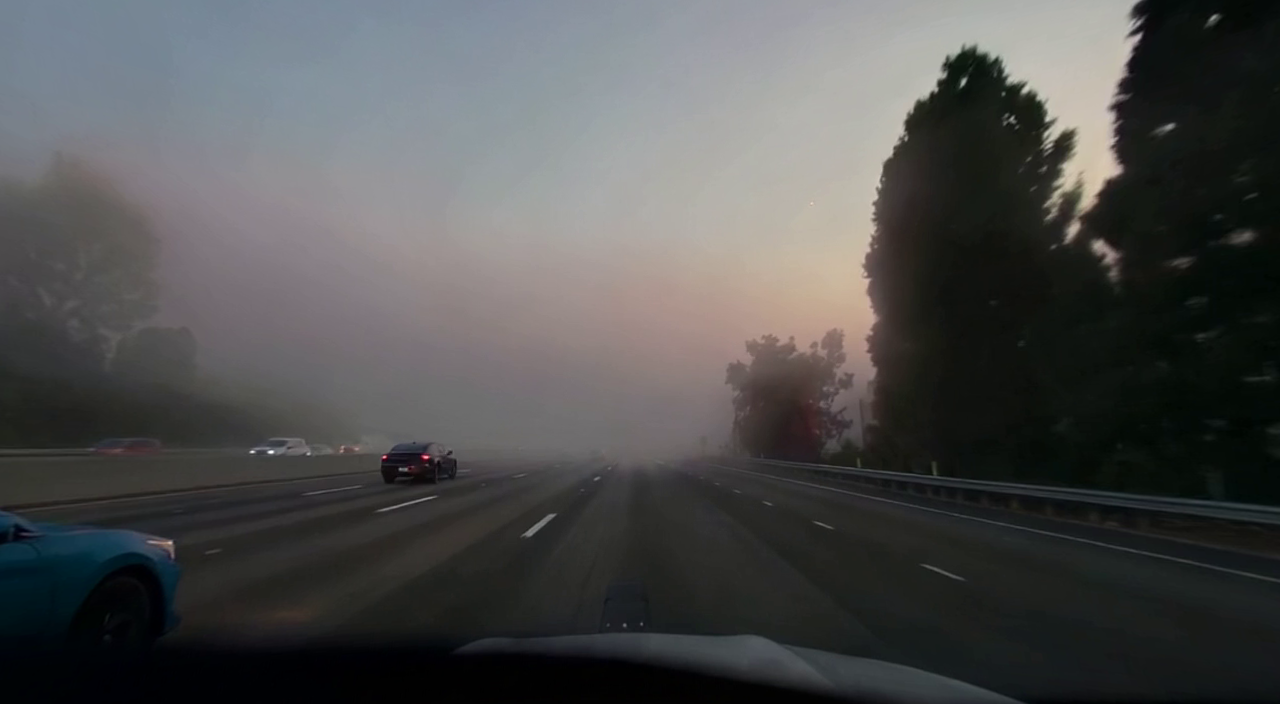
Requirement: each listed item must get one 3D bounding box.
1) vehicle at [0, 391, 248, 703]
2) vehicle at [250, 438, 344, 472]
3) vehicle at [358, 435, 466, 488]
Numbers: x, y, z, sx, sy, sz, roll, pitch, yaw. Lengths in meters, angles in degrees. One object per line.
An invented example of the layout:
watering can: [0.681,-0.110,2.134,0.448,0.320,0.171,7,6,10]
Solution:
vehicle: [-3.716,0.817,1.652,2.144,1.565,4.951,0,-8,1]
vehicle: [-17.006,5.122,31.594,1.904,1.572,4.918,0,-8,0]
vehicle: [-7.803,3.778,22.113,2.118,1.675,4.395,0,-8,0]
